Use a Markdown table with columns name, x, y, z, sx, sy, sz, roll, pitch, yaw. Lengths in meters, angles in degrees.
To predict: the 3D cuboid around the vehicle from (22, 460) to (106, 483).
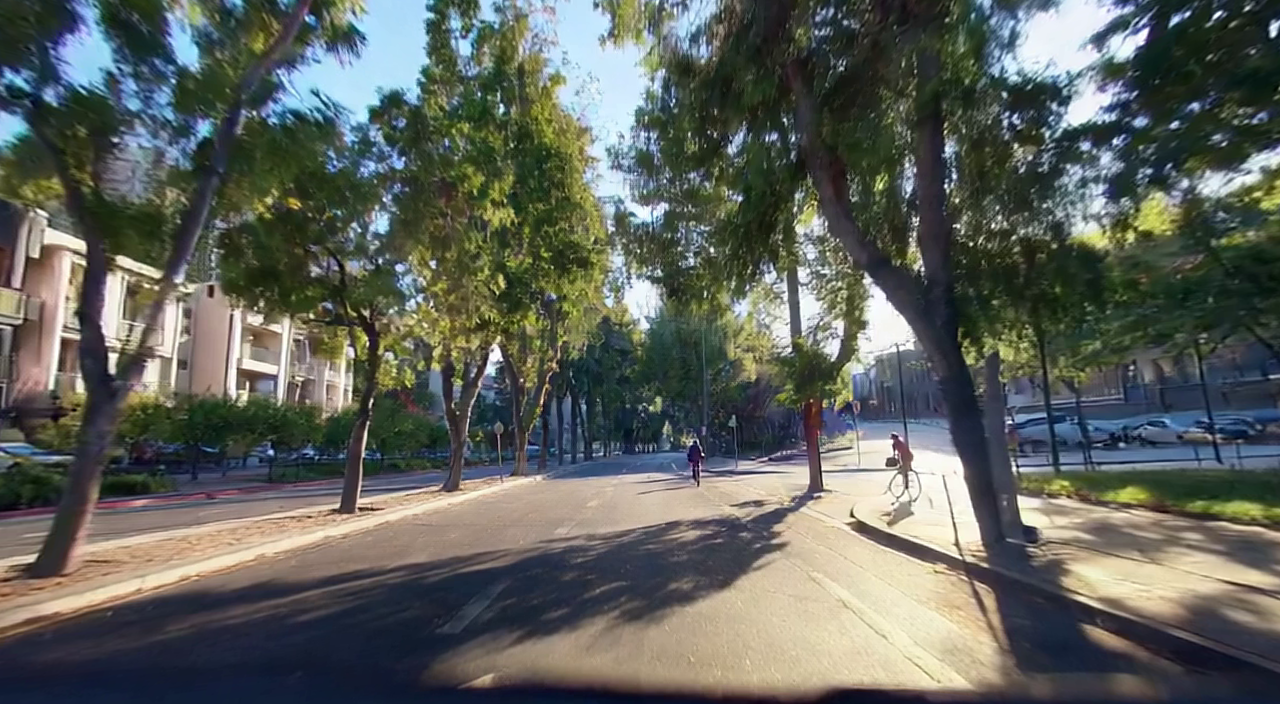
| name | x | y | z | sx | sy | sz | roll | pitch | yaw |
| --- | --- | --- | --- | --- | --- | --- | --- | --- | --- |
| vehicle | -43.884 | 9.122 | 48.192 | 1.775 | 1.558 | 4.727 | -1 | -9 | 4 |
